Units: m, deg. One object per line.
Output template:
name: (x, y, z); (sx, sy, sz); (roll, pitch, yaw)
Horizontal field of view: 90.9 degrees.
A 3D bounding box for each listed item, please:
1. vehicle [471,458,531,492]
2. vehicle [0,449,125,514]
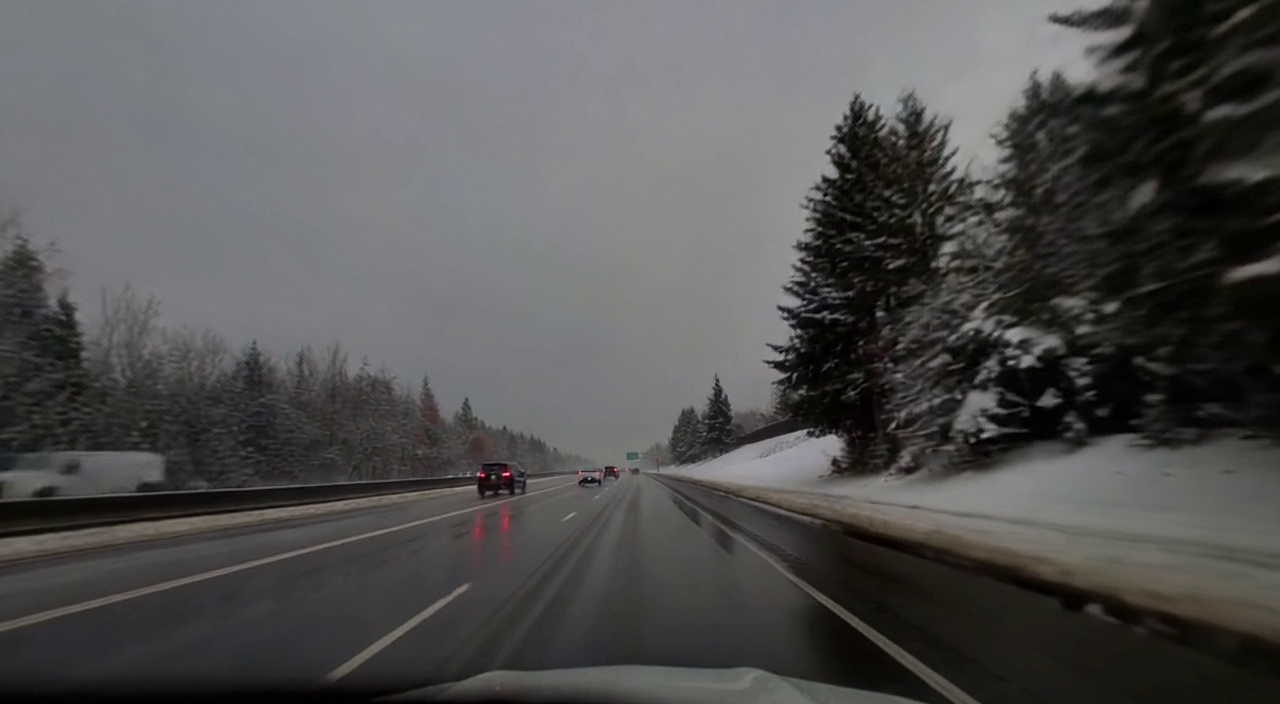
vehicle: (-7.208, 6.462, 33.144); (2.124, 1.630, 4.416); (1, -10, 0)
vehicle: (-18.979, 3.899, 19.195); (2.278, 1.773, 4.993); (1, -10, 0)
